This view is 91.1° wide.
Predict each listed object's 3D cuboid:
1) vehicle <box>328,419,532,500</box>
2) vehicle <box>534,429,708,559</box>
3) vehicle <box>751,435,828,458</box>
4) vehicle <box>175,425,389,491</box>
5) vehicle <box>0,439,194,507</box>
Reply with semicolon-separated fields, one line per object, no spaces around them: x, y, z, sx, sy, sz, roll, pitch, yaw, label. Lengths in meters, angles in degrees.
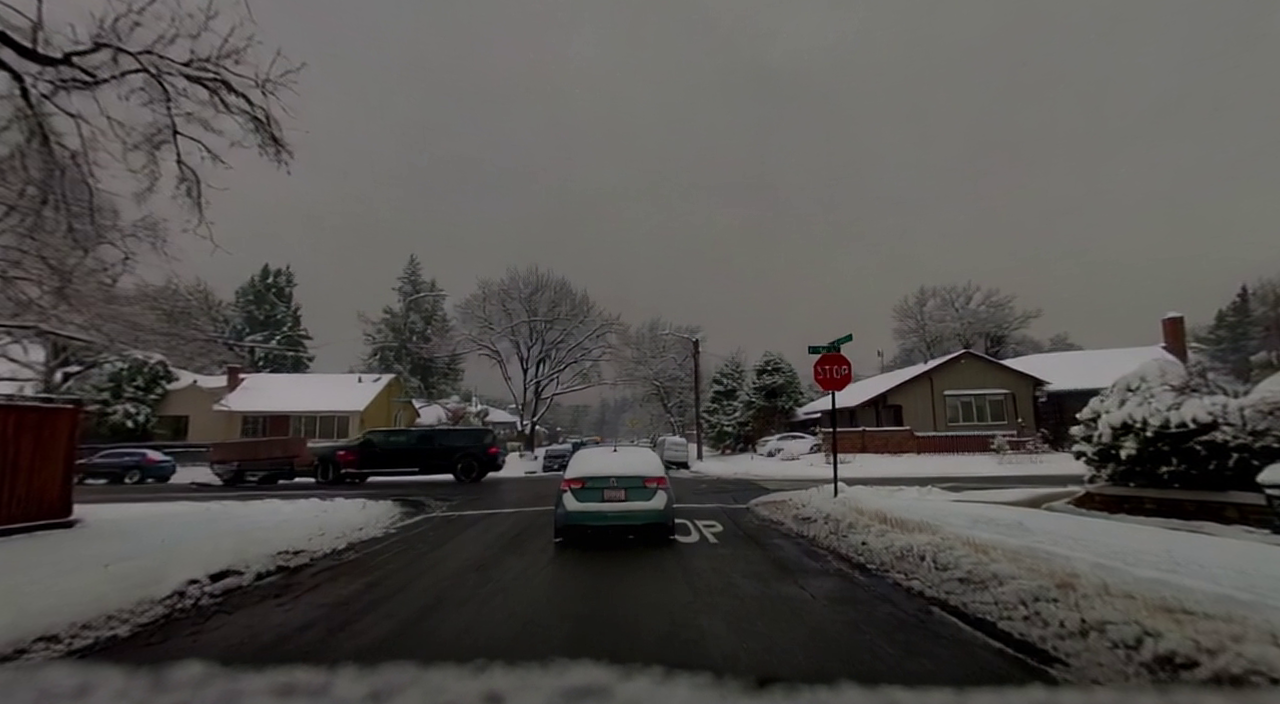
-6.643;3.329;19.823;5.941;2.187;2.730;-5;-10;29;vehicle
-0.248;1.961;9.413;2.010;1.499;4.107;0;-8;-1;vehicle
11.356;7.224;47.970;5.379;1.731;2.080;0;-8;-1;vehicle
-12.290;3.626;21.727;6.308;2.057;2.353;-2;-9;12;vehicle
-15.286;3.374;17.290;4.521;1.447;1.913;-4;-13;0;vehicle
